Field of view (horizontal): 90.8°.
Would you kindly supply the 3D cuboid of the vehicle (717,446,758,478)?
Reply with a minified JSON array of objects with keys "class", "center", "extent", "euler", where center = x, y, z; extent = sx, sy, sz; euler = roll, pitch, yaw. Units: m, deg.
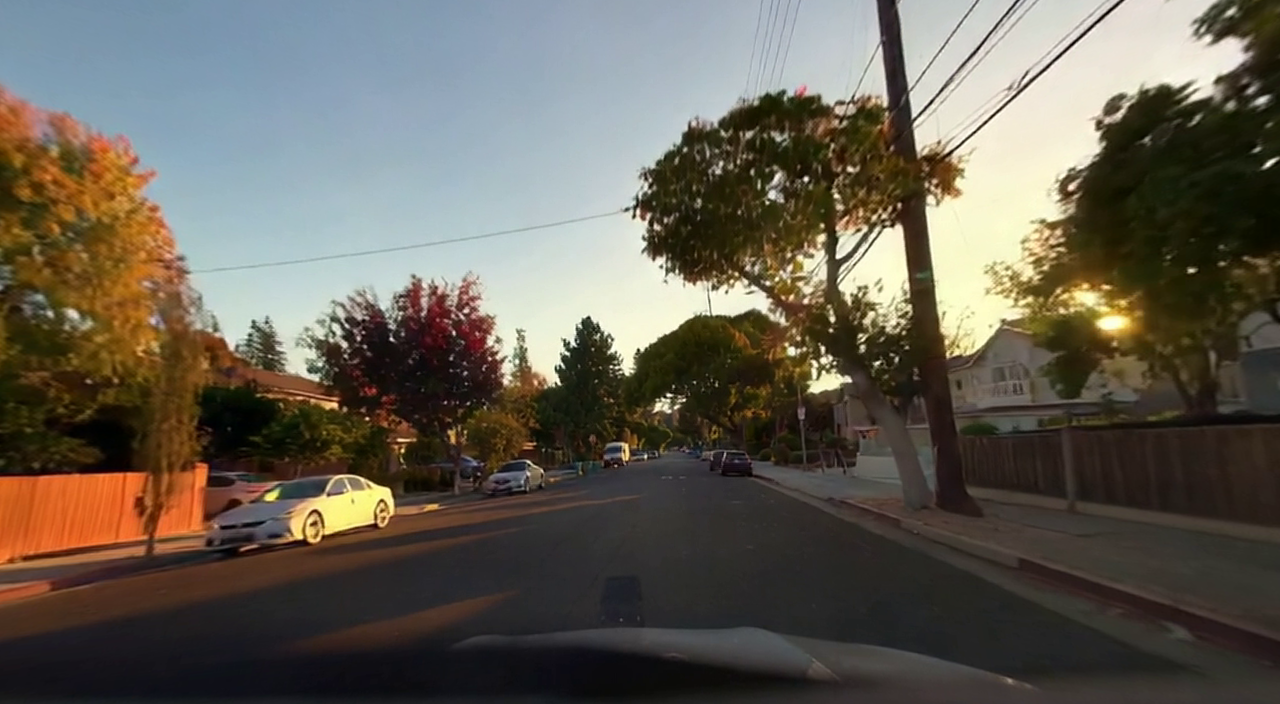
[{"class":"vehicle","center":[5.039,5.734,33.146],"extent":[1.903,1.500,4.057],"euler":[-2,-8,6]}]

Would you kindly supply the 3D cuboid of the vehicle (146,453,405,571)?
[{"class":"vehicle","center":[-6.595,2.879,12.217],"extent":[2.061,1.466,4.660],"euler":[-5,-7,4]}]

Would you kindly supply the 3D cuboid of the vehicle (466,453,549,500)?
[{"class":"vehicle","center":[-5.478,5.203,26.746],"extent":[2.062,1.500,4.629],"euler":[-4,-7,6]}]

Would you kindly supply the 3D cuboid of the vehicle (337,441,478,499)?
[{"class":"vehicle","center":[-10.012,5.080,28.048],"extent":[2.416,2.211,6.384],"euler":[-3,-8,17]}]
